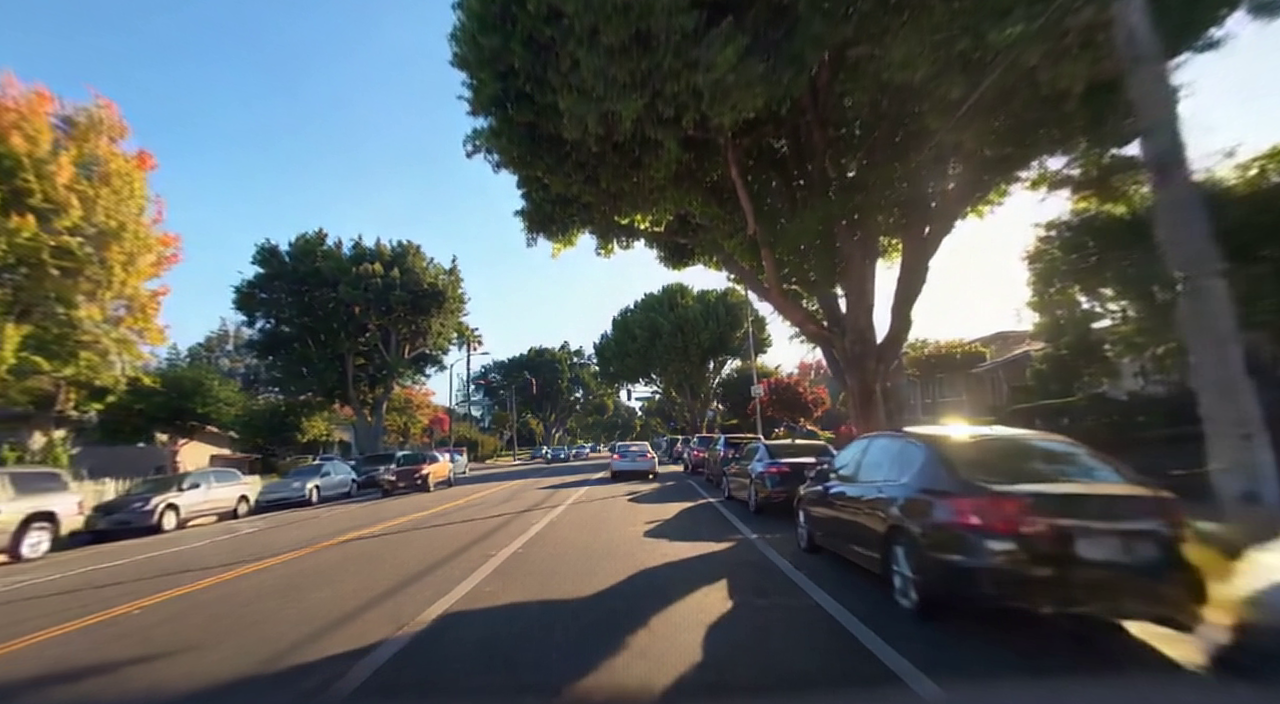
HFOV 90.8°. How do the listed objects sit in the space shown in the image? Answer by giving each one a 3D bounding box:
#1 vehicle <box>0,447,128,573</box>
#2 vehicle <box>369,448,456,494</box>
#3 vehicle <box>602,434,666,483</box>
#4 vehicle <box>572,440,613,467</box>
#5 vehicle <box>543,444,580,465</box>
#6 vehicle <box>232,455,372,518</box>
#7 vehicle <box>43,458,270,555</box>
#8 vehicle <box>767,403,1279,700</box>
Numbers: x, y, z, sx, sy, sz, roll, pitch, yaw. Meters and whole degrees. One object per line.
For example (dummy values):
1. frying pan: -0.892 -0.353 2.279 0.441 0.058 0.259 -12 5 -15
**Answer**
1. vehicle: -12.125 2.809 10.485 2.249 2.093 6.297 -6 -7 -2
2. vehicle: -8.994 4.703 25.425 1.918 1.648 4.163 0 -8 0
3. vehicle: -0.166 3.716 22.361 2.041 1.575 4.304 0 -8 0
4. vehicle: -2.831 6.101 38.330 2.117 1.528 4.277 0 -8 0
5. vehicle: -5.796 7.611 47.052 1.987 1.478 4.693 0 -8 2
6. vehicle: -12.032 4.756 22.991 2.076 1.600 5.382 -8 -8 0
7. vehicle: -12.226 3.863 16.599 1.979 1.815 5.139 -5 -8 0
8. vehicle: 2.647 1.383 5.720 2.079 1.552 4.642 0 -8 1
